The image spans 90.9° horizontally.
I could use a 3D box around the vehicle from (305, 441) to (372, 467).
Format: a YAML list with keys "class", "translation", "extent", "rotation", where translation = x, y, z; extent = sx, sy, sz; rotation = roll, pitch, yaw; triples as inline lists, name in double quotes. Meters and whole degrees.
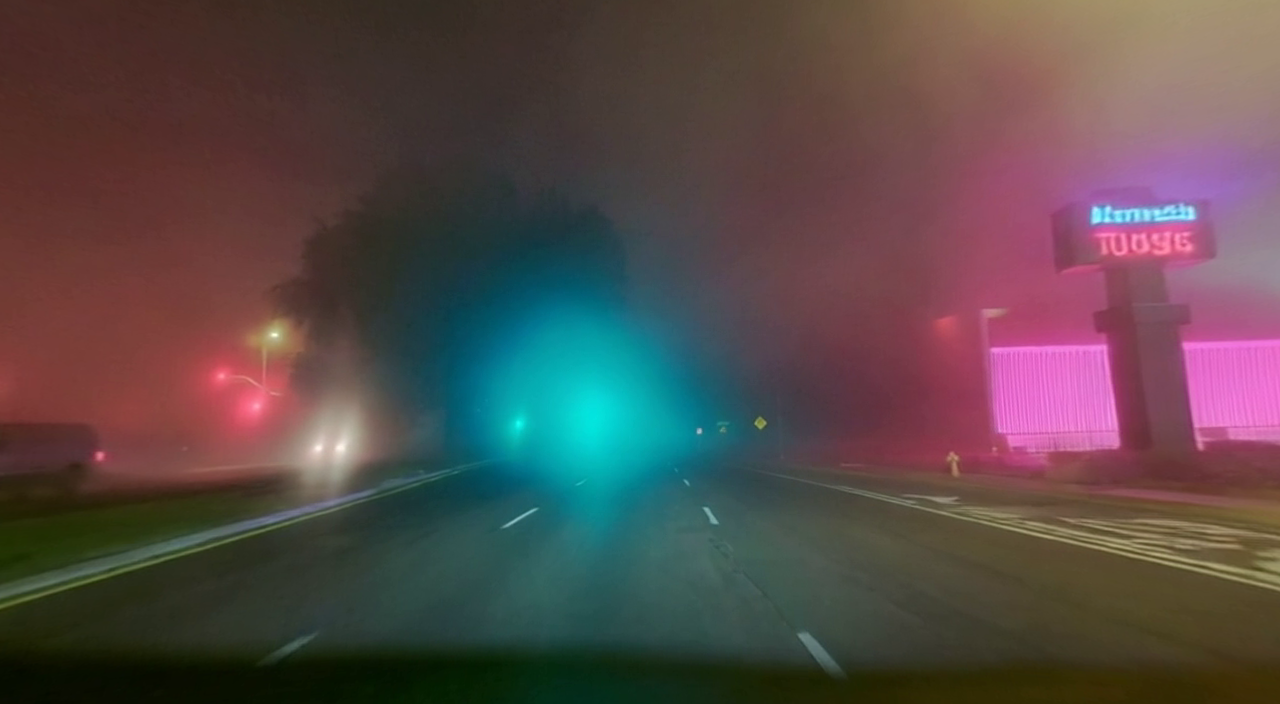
- class: "vehicle"
  translation: [-18.711, 6.318, 39.325]
  extent: [1.974, 1.501, 4.235]
  rotation: [-1, -8, 2]

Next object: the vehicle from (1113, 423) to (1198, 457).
- class: "vehicle"
  translation: [28.325, 4.843, 34.802]
  extent: [1.887, 1.701, 4.090]
  rotation: [-3, -8, 13]

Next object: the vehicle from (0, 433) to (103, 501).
- class: "vehicle"
  translation: [-18.297, 3.119, 17.117]
  extent: [2.204, 1.821, 5.864]
  rotation: [0, -8, 0]

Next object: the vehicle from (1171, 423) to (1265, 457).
- class: "vehicle"
  translation: [30.872, 4.700, 33.824]
  extent: [1.900, 1.688, 3.880]
  rotation: [-3, -8, 12]

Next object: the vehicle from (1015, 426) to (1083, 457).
- class: "vehicle"
  translation: [23.295, 5.129, 36.058]
  extent: [1.815, 1.618, 4.383]
  rotation: [-2, -9, 13]
